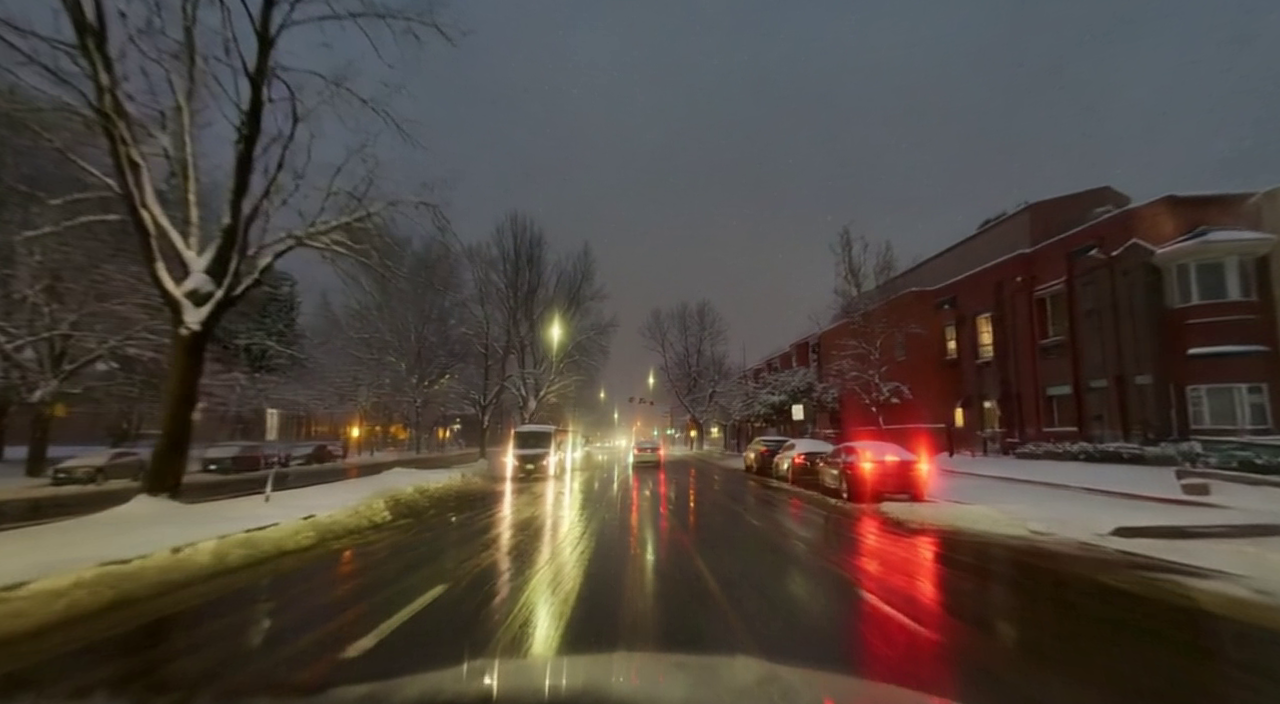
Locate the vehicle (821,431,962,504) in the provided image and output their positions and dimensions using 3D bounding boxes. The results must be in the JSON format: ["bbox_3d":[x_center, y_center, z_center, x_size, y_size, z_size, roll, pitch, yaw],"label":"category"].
[{"bbox_3d":[6.579,3.057,17.094,2.164,1.727,3.955,0,-8,0],"label":"vehicle"}]

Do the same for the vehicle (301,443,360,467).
[{"bbox_3d":[-22.558,7.524,46.255,2.148,1.607,4.428,0,-8,-1],"label":"vehicle"}]

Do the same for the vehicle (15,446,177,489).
[{"bbox_3d":[-22.073,4.675,26.021,2.111,1.554,5.163,0,-8,0],"label":"vehicle"}]

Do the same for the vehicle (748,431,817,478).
[{"bbox_3d":[6.308,4.598,28.491,1.997,1.943,4.409,0,-8,-1],"label":"vehicle"}]

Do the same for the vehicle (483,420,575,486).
[{"bbox_3d":[-3.606,3.401,21.502,2.223,1.957,4.845,0,-8,0],"label":"vehicle"}]

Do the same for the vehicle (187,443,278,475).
[{"bbox_3d":[-22.342,5.878,34.876,1.910,1.632,4.624,0,-8,0],"label":"vehicle"}]

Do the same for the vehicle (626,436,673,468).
[{"bbox_3d":[0.416,5.317,33.651,2.201,1.589,3.843,0,-9,-4],"label":"vehicle"}]
